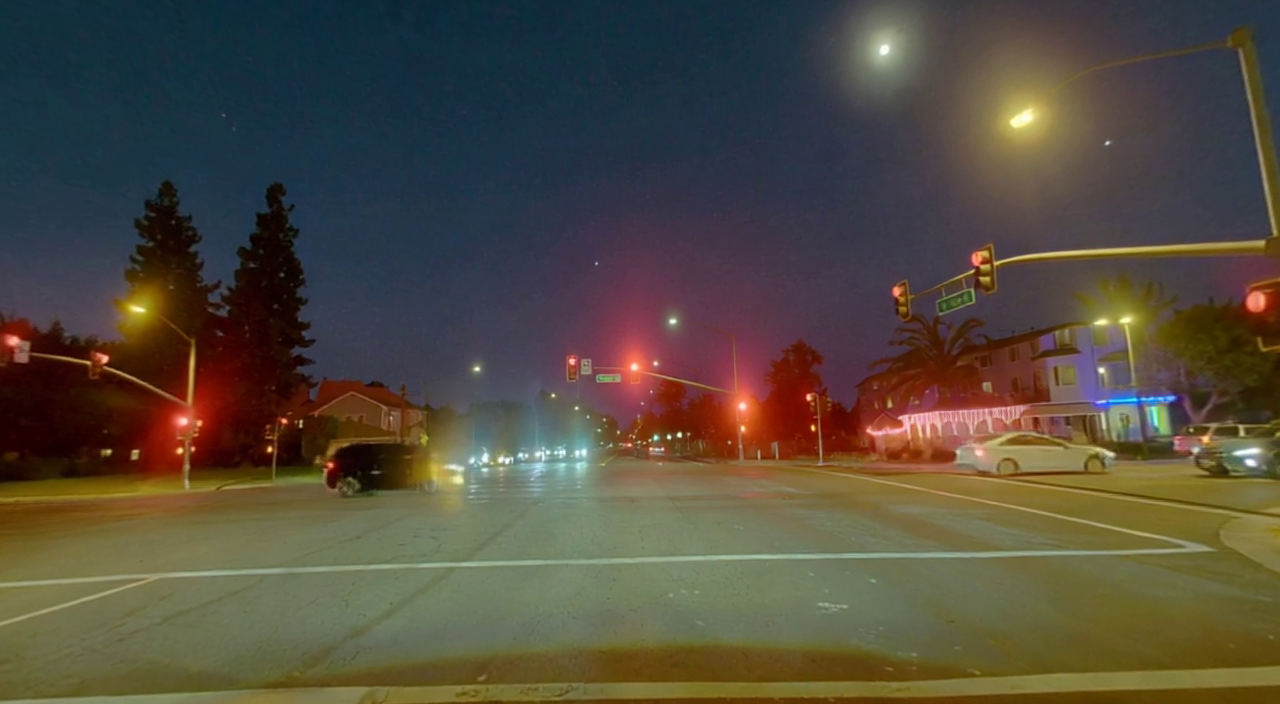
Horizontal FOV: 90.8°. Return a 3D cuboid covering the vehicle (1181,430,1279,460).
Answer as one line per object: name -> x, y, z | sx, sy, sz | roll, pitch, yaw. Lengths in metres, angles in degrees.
vehicle -> 31.336, 4.880, 33.040 | 4.318, 1.488, 1.870 | 0, -9, -1

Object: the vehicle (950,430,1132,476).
vehicle -> 13.564, 3.427, 21.607 | 4.823, 1.449, 2.017 | 0, -9, 0

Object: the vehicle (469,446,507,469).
vehicle -> -10.736, 7.449, 44.782 | 1.881, 1.509, 3.377 | 0, -9, 0

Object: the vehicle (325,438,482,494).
vehicle -> -7.758, 3.769, 21.099 | 4.431, 1.739, 1.935 | 0, -9, 1
